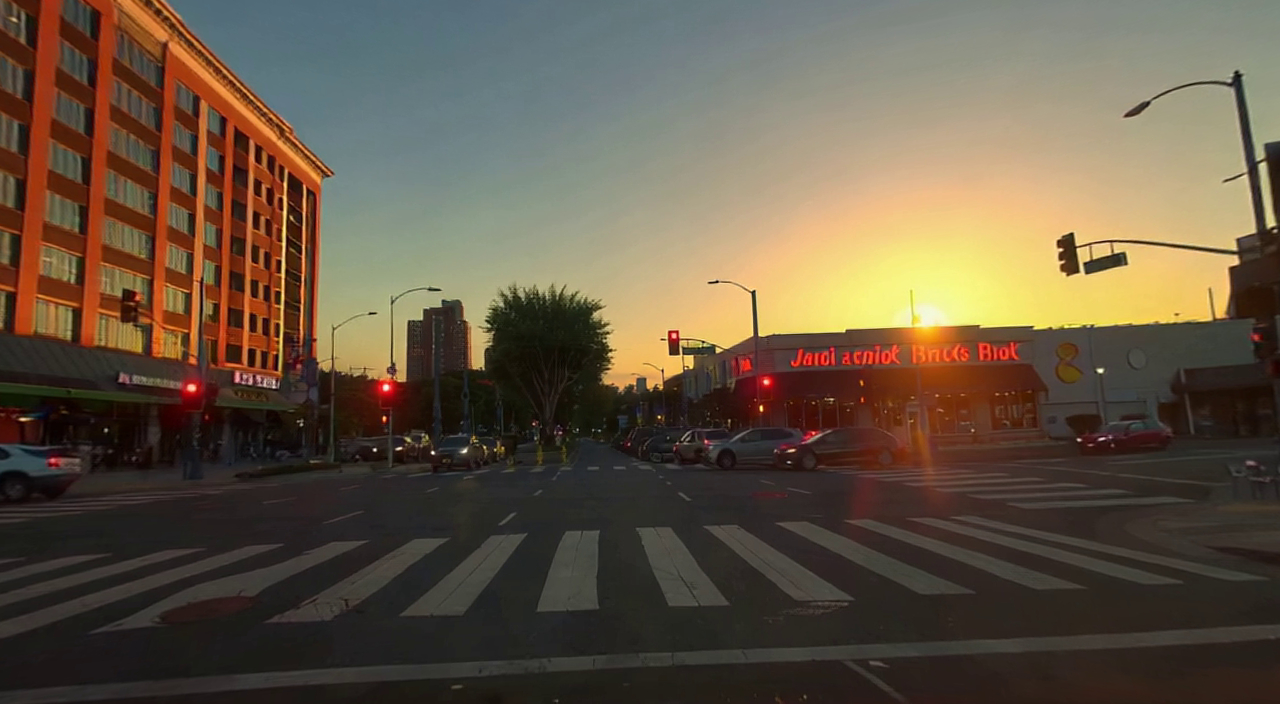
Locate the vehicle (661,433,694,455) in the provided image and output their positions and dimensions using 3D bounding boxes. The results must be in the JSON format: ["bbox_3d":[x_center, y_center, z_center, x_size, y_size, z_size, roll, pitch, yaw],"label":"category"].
[{"bbox_3d":[2.789,6.930,47.693,1.675,1.569,4.000,1,-9,-9],"label":"vehicle"}]

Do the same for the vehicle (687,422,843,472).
[{"bbox_3d":[4.028,3.097,20.747,4.612,1.521,1.811,1,-9,-9],"label":"vehicle"}]

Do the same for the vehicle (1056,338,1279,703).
[{"bbox_3d":[3.021,0.613,0.878,1.866,1.654,4.354,0,-8,0],"label":"vehicle"}]

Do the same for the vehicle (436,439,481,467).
[{"bbox_3d":[-10.898,6.099,38.211,1.885,1.545,4.124,1,-8,-6],"label":"vehicle"}]

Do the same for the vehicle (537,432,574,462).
[{"bbox_3d":[-5.097,5.809,38.653,1.976,1.683,4.117,0,-8,-4],"label":"vehicle"}]

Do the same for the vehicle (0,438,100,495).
[{"bbox_3d":[-23.097,4.121,22.893,4.842,1.969,2.039,1,-9,-8],"label":"vehicle"}]

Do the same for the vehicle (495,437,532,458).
[{"bbox_3d":[-8.643,6.579,43.566,1.906,1.402,4.904,0,-8,-5],"label":"vehicle"}]
